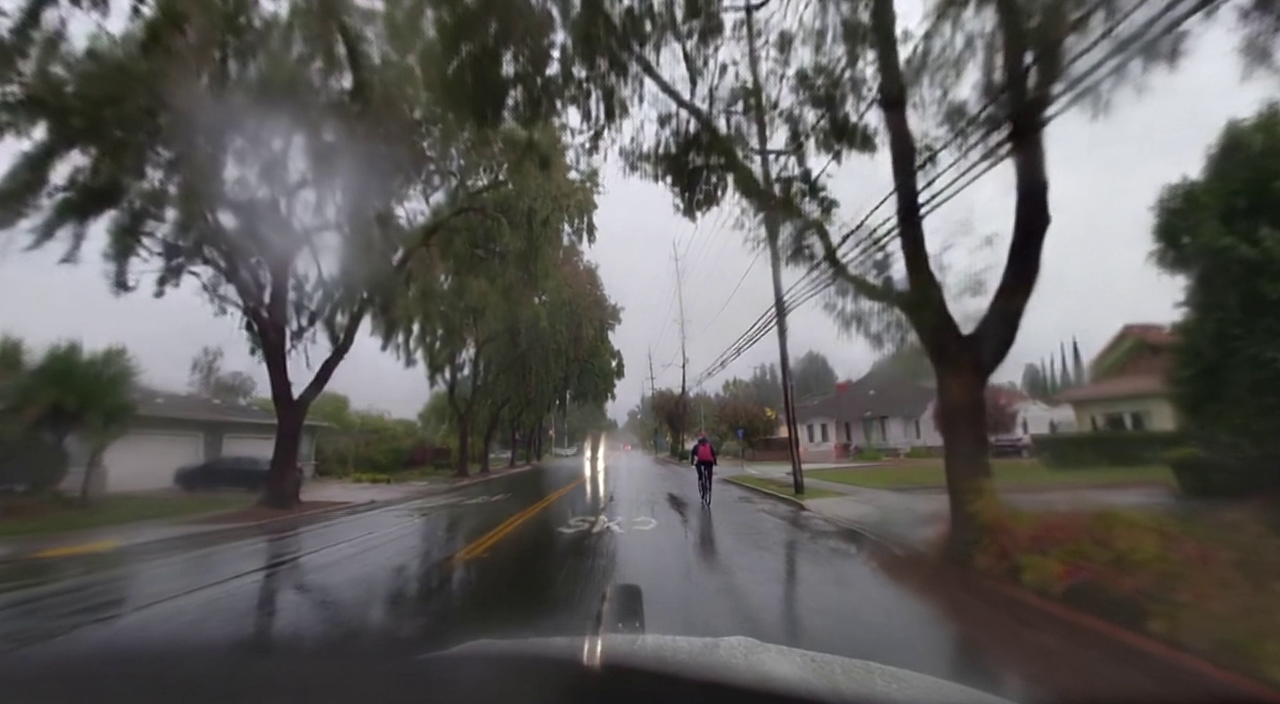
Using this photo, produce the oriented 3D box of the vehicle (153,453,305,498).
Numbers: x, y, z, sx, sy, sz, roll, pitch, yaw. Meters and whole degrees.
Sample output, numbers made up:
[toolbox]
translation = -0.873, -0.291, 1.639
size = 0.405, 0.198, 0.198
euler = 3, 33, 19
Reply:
[vehicle]
translation = -14.611, 4.392, 22.652
size = 4.143, 1.480, 1.755
euler = 0, -9, -2
